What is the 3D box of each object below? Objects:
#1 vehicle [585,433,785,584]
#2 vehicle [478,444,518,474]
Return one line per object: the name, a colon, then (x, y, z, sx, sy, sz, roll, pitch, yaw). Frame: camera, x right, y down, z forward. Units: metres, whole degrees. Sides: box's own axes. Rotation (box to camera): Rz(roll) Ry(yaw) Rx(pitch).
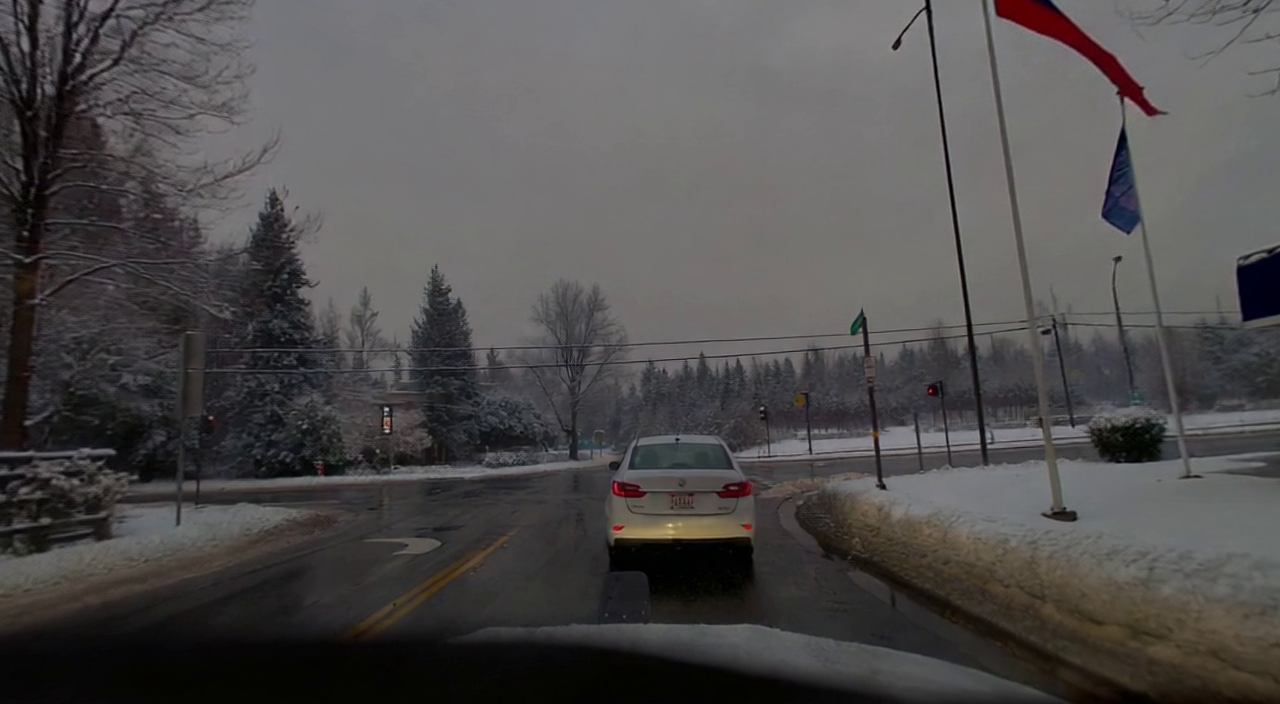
vehicle: (0.364, 1.840, 8.145, 1.985, 1.463, 3.647, 0, -9, -3)
vehicle: (-9.987, 7.561, 44.673, 2.212, 1.948, 4.537, 0, -9, -5)
